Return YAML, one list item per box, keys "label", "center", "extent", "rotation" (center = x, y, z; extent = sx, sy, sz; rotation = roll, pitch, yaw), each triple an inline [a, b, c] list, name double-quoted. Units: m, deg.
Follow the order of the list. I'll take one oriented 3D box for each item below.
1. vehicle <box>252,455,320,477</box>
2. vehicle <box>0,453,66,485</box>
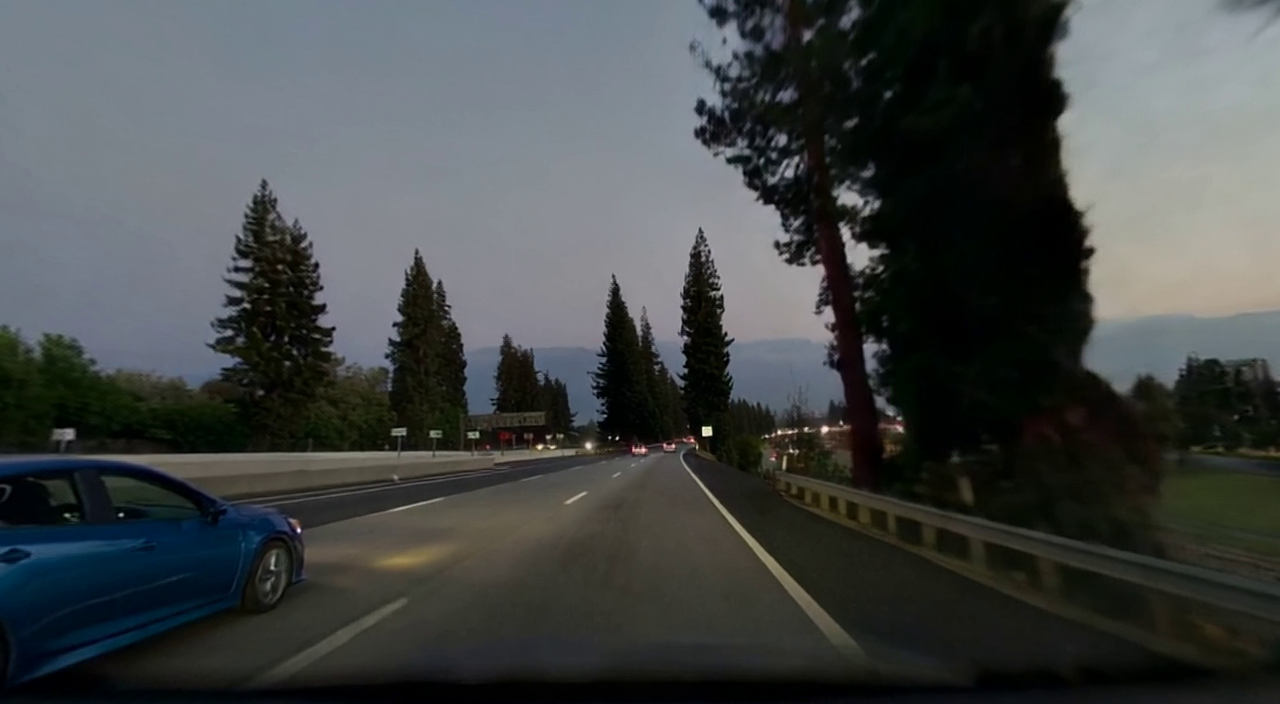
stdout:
- label: "vehicle"
  center: [-26.503, 8.546, 47.441]
  extent: [1.964, 1.444, 4.565]
  rotation: [-2, -8, 9]
- label: "vehicle"
  center: [-36.403, 6.672, 35.943]
  extent: [1.961, 1.722, 5.248]
  rotation: [-1, -8, 7]
